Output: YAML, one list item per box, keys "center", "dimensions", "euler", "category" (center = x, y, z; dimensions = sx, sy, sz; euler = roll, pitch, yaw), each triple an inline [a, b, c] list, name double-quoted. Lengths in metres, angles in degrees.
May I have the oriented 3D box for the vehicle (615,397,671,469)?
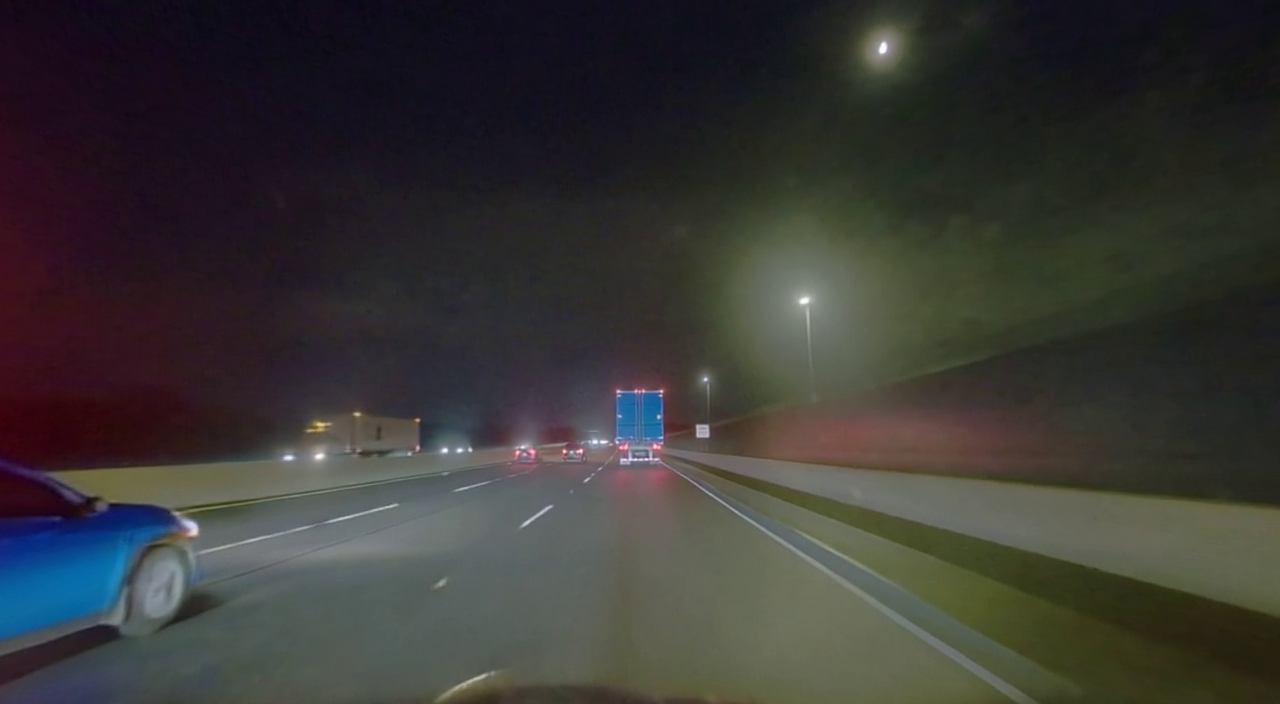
- center: [0.124, 5.436, 41.141]
  dimensions: [3.123, 4.094, 10.812]
  euler: [0, -9, 0]
  category: "vehicle"

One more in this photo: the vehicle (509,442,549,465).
- center: [-7.820, 7.183, 44.552]
  dimensions: [1.968, 1.507, 4.673]
  euler: [-1, -9, 0]
  category: "vehicle"

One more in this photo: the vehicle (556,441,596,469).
- center: [-3.810, 6.213, 38.075]
  dimensions: [2.006, 1.572, 4.082]
  euler: [0, -9, 0]
  category: "vehicle"

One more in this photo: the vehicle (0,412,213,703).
- center: [-4.264, 1.019, 2.881]
  dimensions: [1.895, 1.500, 3.808]
  euler: [0, -9, 0]
  category: "vehicle"
